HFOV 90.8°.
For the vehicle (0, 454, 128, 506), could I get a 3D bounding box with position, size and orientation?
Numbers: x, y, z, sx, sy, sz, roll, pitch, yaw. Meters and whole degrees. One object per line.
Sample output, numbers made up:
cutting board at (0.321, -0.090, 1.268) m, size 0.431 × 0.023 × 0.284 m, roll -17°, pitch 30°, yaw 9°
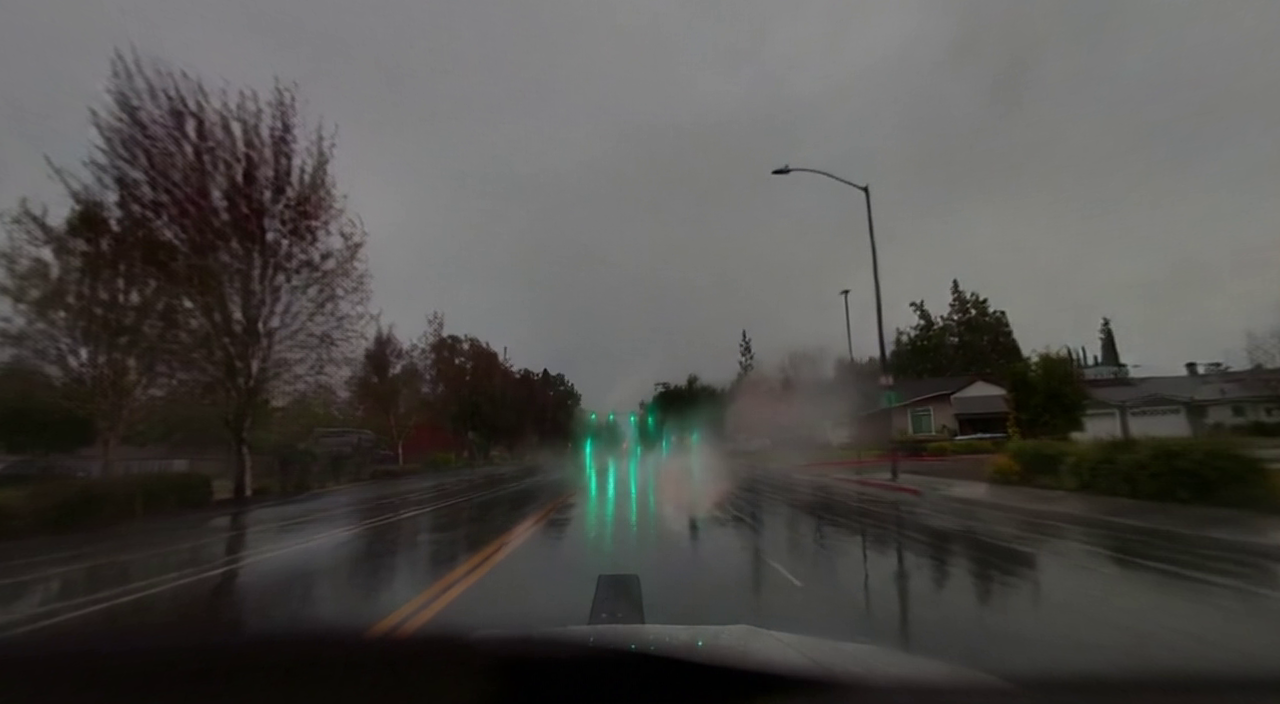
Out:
vehicle at (-26.444, 5.535, 27.352) m, size 6.500 × 1.985 × 2.363 m, roll 5°, pitch -10°, yaw -38°
